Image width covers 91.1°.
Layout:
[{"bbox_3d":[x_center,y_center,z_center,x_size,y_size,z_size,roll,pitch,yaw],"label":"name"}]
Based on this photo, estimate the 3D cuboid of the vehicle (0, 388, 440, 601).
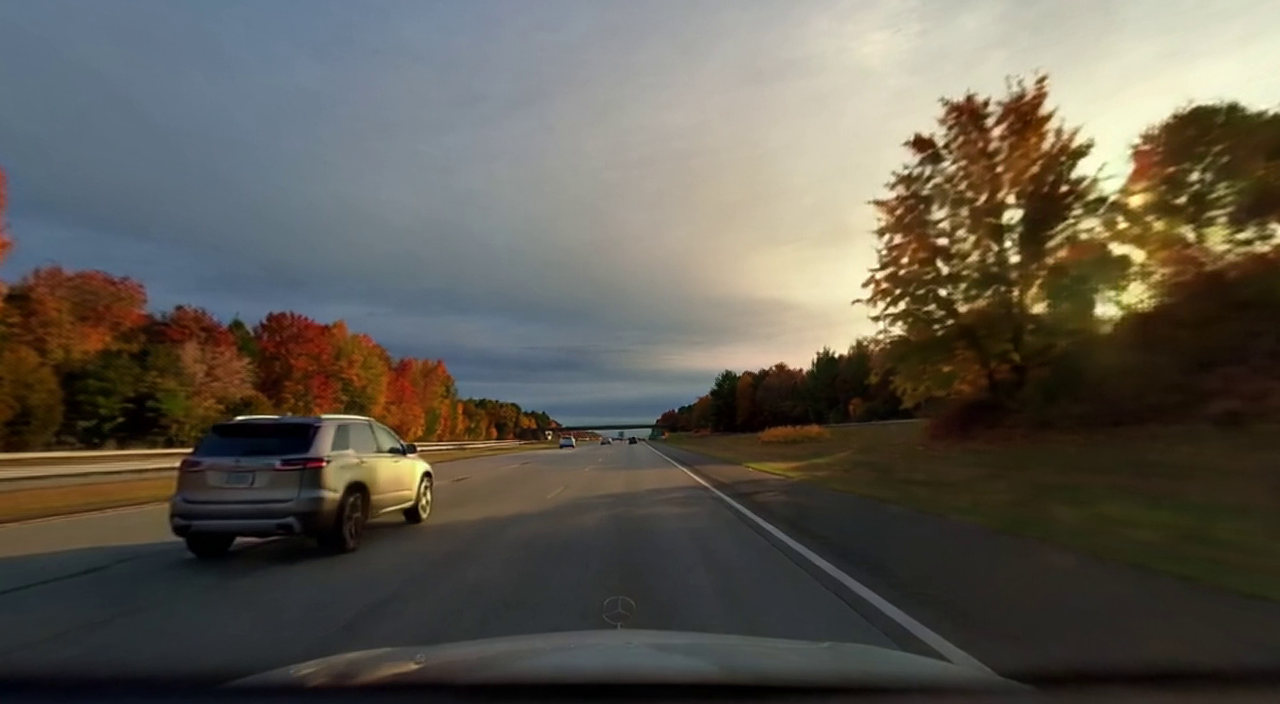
[{"bbox_3d":[-4.119,1.431,7.294,2.057,1.666,4.552,0,-8,1],"label":"vehicle"}]
